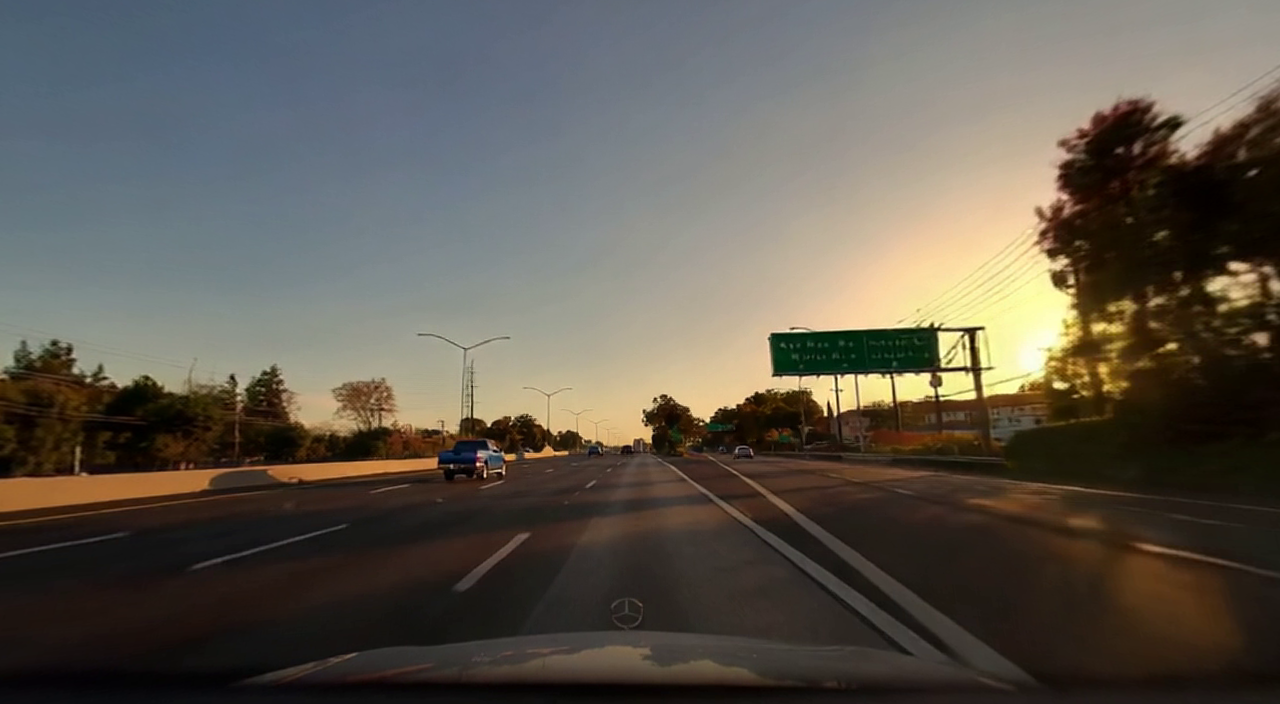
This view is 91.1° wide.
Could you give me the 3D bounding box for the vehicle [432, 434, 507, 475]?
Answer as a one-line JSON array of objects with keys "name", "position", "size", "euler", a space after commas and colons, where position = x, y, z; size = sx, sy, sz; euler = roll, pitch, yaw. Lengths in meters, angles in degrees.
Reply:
[{"name": "vehicle", "position": [-9.960, 6.056, 37.345], "size": [2.667, 2.213, 6.081], "euler": [-1, -8, 1]}]
